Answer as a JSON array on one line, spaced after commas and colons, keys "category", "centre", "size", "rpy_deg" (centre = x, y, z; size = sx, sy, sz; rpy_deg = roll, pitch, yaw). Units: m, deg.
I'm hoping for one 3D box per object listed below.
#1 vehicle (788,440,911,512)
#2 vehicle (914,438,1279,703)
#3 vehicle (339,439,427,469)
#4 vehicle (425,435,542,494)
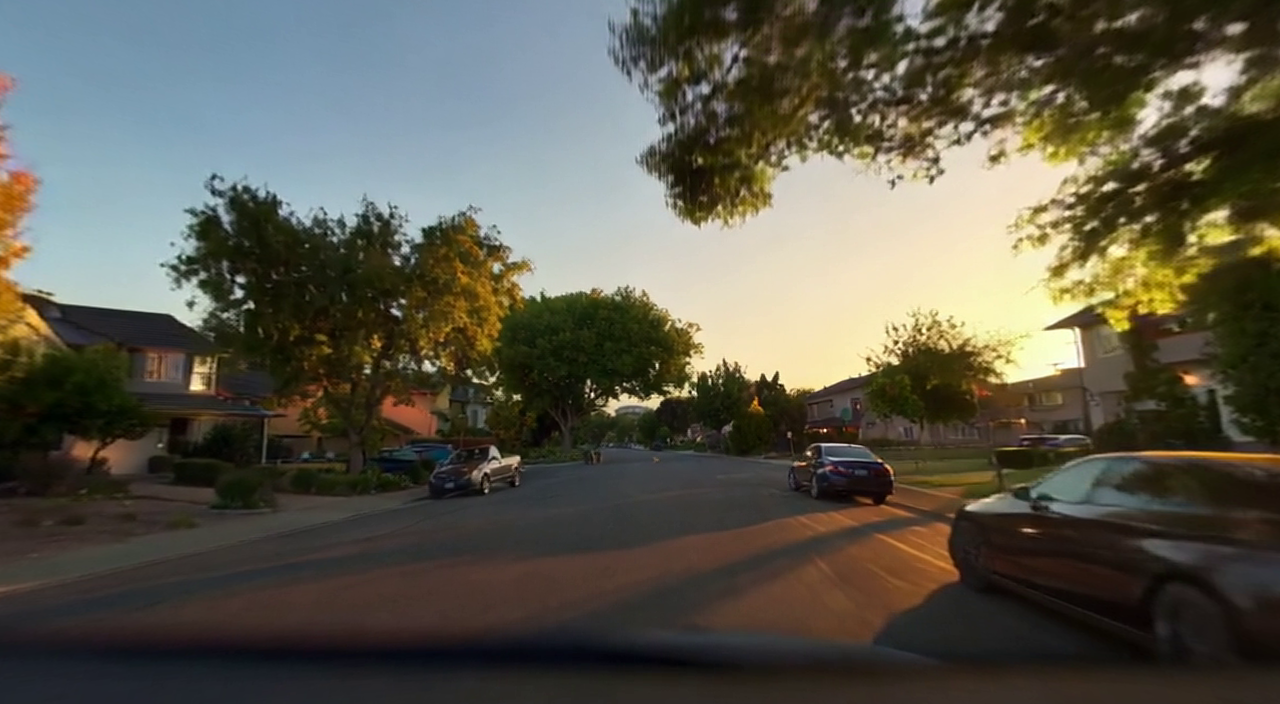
[{"category": "vehicle", "centre": [4.934, 2.913, 15.509], "size": [1.931, 1.395, 4.793], "rpy_deg": [0, -8, 7]}, {"category": "vehicle", "centre": [3.753, 1.312, 4.271], "size": [2.088, 1.429, 4.796], "rpy_deg": [-1, -8, 6]}, {"category": "vehicle", "centre": [-16.991, 6.758, 41.707], "size": [4.879, 1.867, 2.234], "rpy_deg": [1, -8, -4]}, {"category": "vehicle", "centre": [-4.702, 3.528, 19.643], "size": [1.943, 1.433, 4.717], "rpy_deg": [-7, -11, 6]}]
